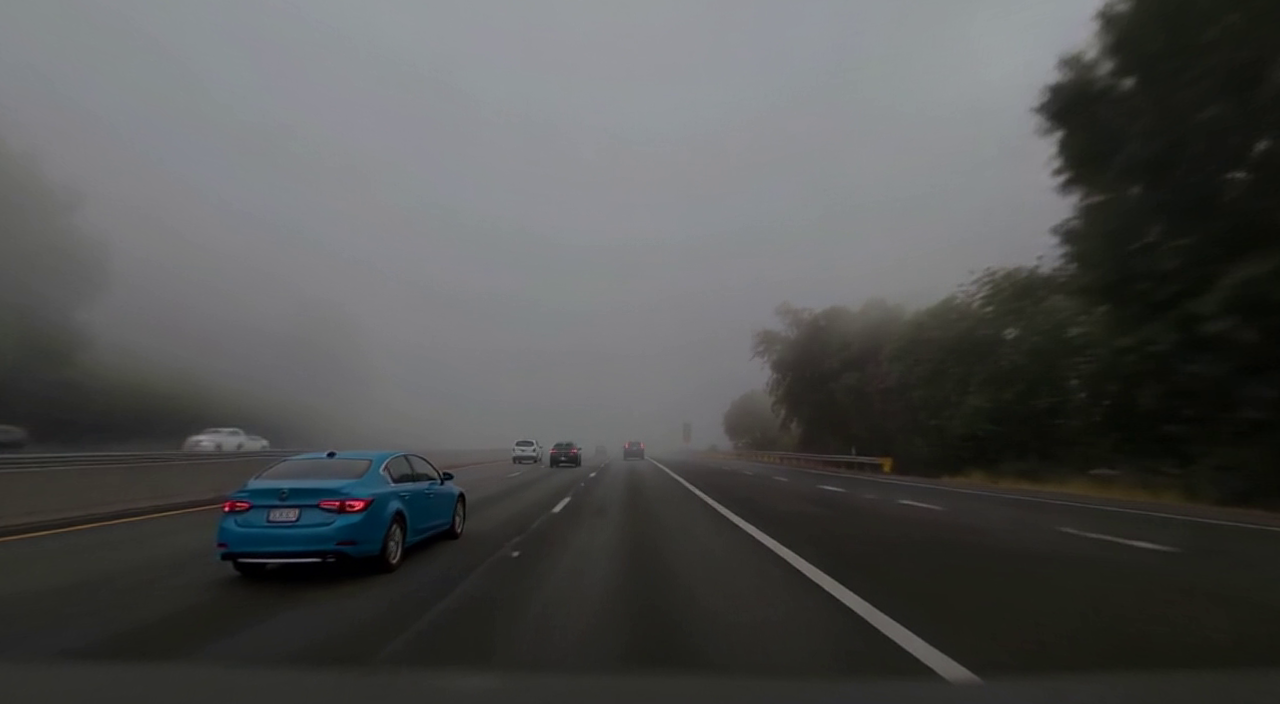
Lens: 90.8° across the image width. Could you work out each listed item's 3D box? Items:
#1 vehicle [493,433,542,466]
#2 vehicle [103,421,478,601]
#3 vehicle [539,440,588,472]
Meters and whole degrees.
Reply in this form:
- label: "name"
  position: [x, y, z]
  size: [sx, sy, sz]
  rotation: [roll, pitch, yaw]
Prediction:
- label: "vehicle"
  position: [-7.835, 6.285, 40.837]
  size: [2.171, 1.982, 5.246]
  rotation: [0, -8, -1]
- label: "vehicle"
  position: [-3.536, 1.675, 7.628]
  size: [2.025, 1.506, 4.429]
  rotation: [0, -8, -1]
- label: "vehicle"
  position: [-3.845, 5.299, 32.441]
  size: [2.068, 1.501, 4.395]
  rotation: [0, -8, -1]
